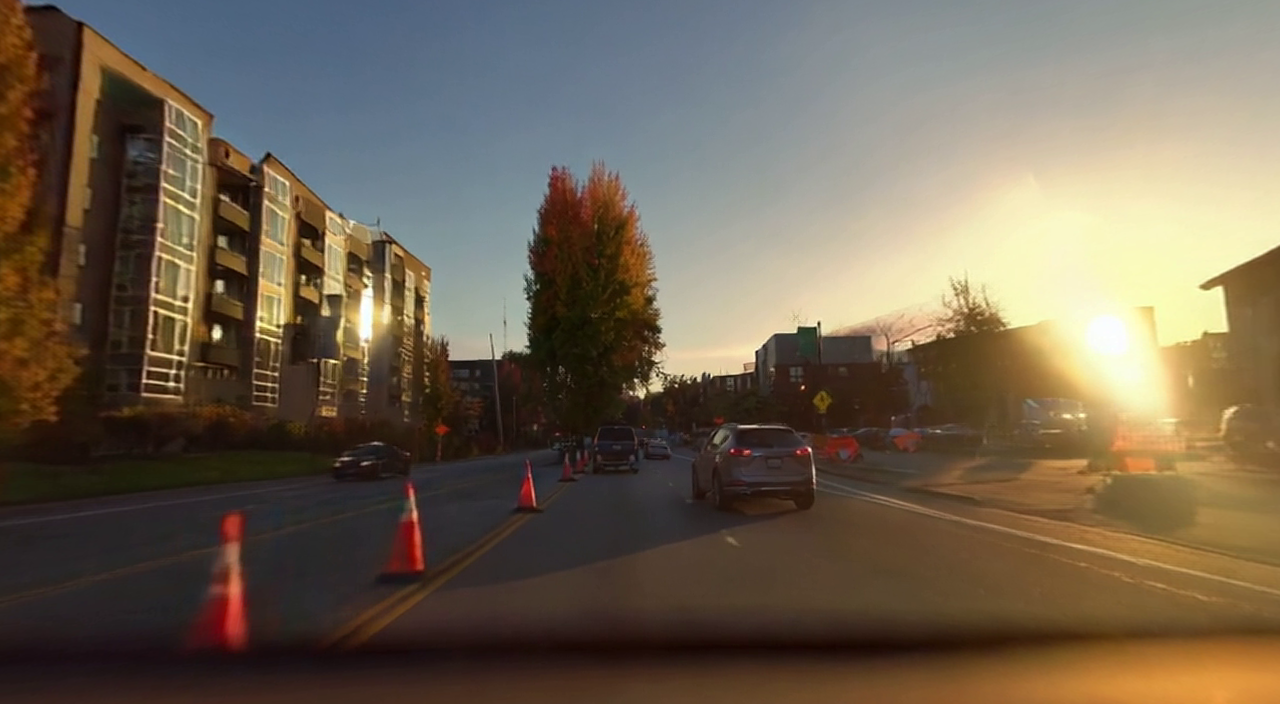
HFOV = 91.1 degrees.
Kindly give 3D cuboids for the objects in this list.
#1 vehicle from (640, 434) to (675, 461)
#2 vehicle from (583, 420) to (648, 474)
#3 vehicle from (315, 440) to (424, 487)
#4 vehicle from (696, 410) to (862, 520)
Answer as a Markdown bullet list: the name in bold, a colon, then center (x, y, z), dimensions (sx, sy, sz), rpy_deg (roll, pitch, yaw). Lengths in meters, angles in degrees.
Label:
- **vehicle**: center (1.230, 7.131, 46.911), dimensions (2.187, 1.835, 5.471), rpy_deg (1, -8, -3)
- **vehicle**: center (-1.173, 4.563, 30.255), dimensions (2.762, 2.309, 6.723), rpy_deg (0, -8, -2)
- **vehicle**: center (-9.639, 3.992, 22.820), dimensions (1.997, 1.512, 4.322), rpy_deg (0, -8, 0)
- **vehicle**: center (2.590, 2.307, 13.369), dimensions (2.120, 1.828, 5.531), rpy_deg (0, -8, -2)
